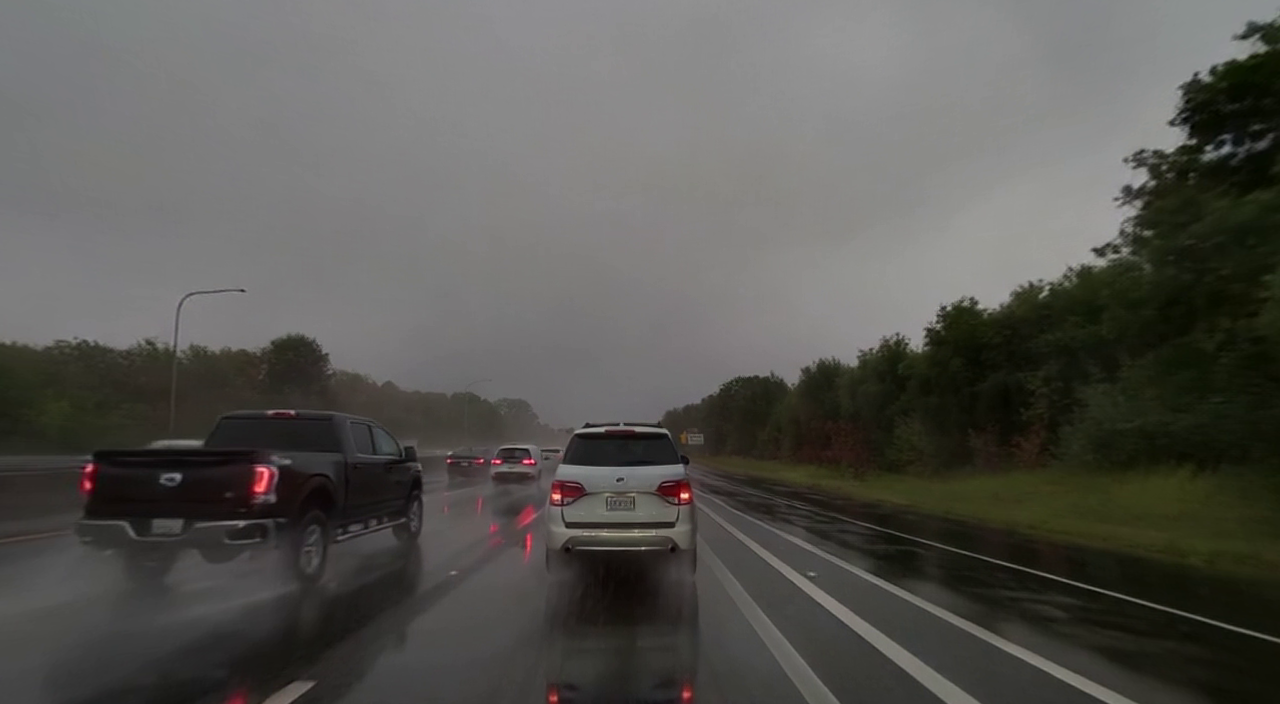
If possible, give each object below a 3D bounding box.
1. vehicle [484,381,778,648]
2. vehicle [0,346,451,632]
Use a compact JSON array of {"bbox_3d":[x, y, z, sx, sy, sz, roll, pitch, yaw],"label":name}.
[{"bbox_3d":[-0.089,1.361,6.080,1.995,1.798,3.380,0,-9,-1],"label":"vehicle"},{"bbox_3d":[-3.948,1.386,7.230,2.055,2.144,4.782,0,-9,0],"label":"vehicle"}]
